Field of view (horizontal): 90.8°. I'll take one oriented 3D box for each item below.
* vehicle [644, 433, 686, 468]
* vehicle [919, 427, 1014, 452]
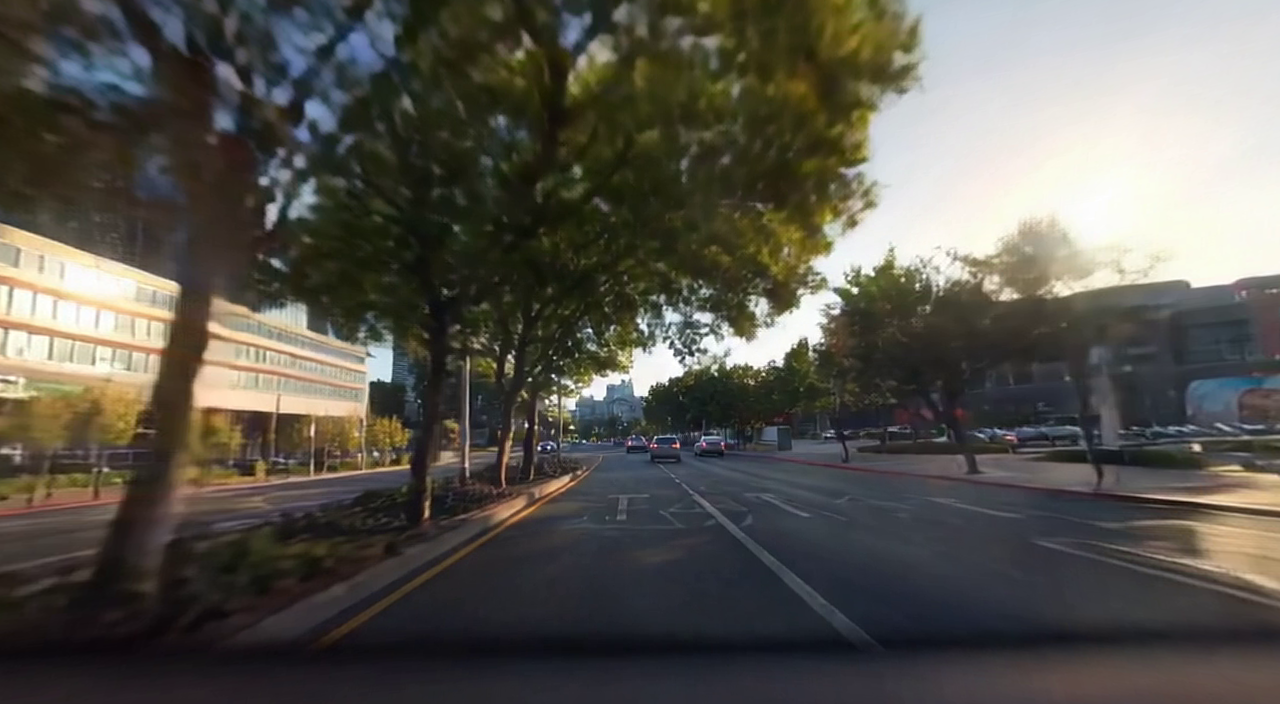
[{"bbox_3d":[1.385,5.241,33.725,2.100,1.683,4.231,-1,-8,4],"label":"vehicle"},{"bbox_3d":[19.848,5.357,38.530,4.619,1.447,2.054,0,-8,-1],"label":"vehicle"}]
